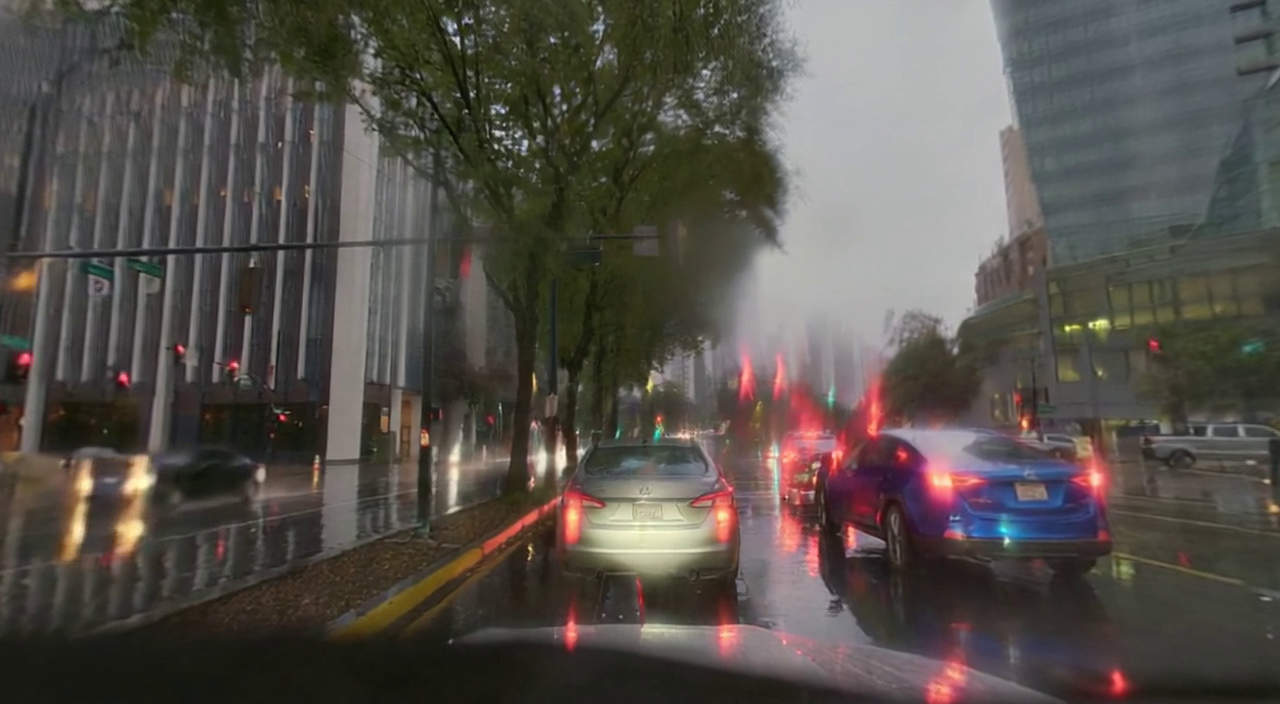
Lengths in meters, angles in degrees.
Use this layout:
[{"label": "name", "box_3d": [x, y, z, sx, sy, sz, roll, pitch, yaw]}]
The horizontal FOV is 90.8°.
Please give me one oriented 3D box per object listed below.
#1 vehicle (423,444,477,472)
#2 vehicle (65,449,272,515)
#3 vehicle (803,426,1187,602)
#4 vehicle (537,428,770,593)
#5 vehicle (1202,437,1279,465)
[{"label": "vehicle", "box_3d": [-12.093, 6.777, 40.526, 2.009, 1.642, 4.482, 0, -9, 0]}, {"label": "vehicle", "box_3d": [-11.940, 3.274, 16.485, 1.922, 1.466, 4.422, 0, -9, 1]}, {"label": "vehicle", "box_3d": [3.644, 1.737, 7.747, 2.018, 1.491, 4.544, 0, -9, -1]}, {"label": "vehicle", "box_3d": [0.090, 1.734, 7.745, 2.087, 1.468, 4.014, 0, -9, -1]}, {"label": "vehicle", "box_3d": [35.208, 5.641, 36.137, 4.190, 1.535, 1.998, 0, -9, -1]}]
